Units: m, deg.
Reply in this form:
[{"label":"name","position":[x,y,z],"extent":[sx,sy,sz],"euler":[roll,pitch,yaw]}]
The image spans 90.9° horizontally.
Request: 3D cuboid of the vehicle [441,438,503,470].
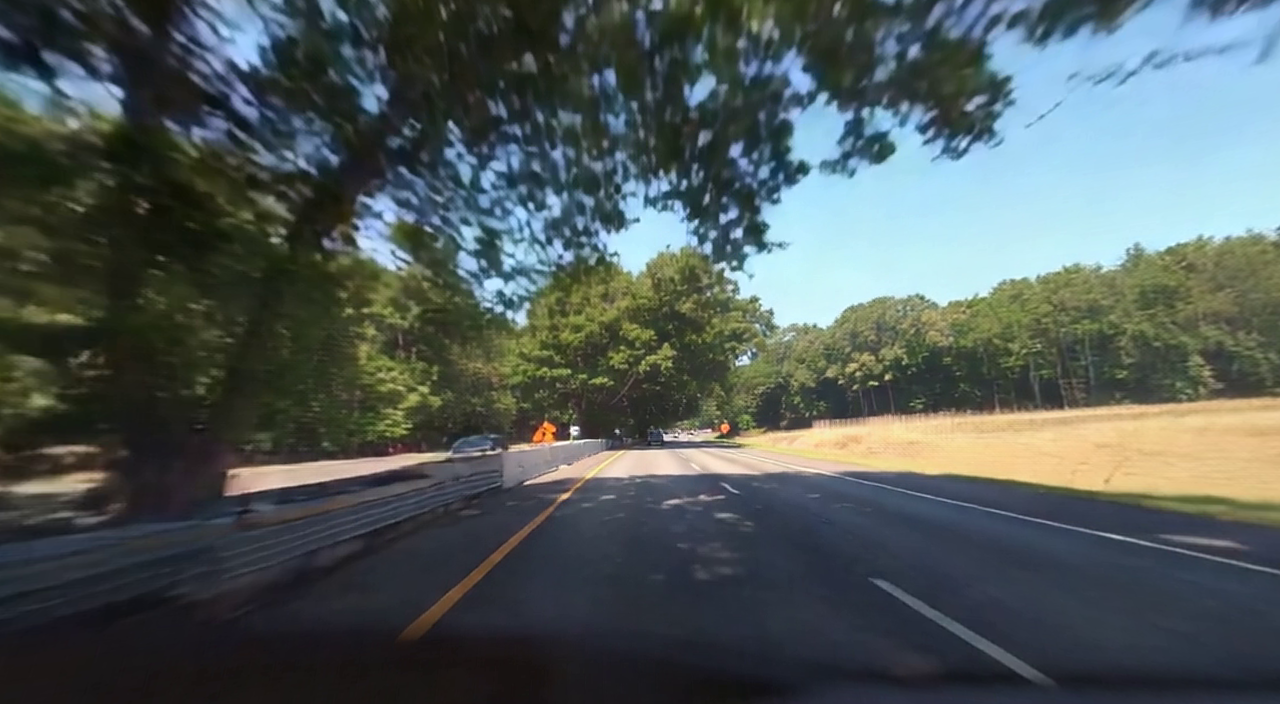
[{"label":"vehicle","position":[-8.329,5.064,31.640],"extent":[1.890,1.490,4.463],"euler":[0,-8,0]}]
